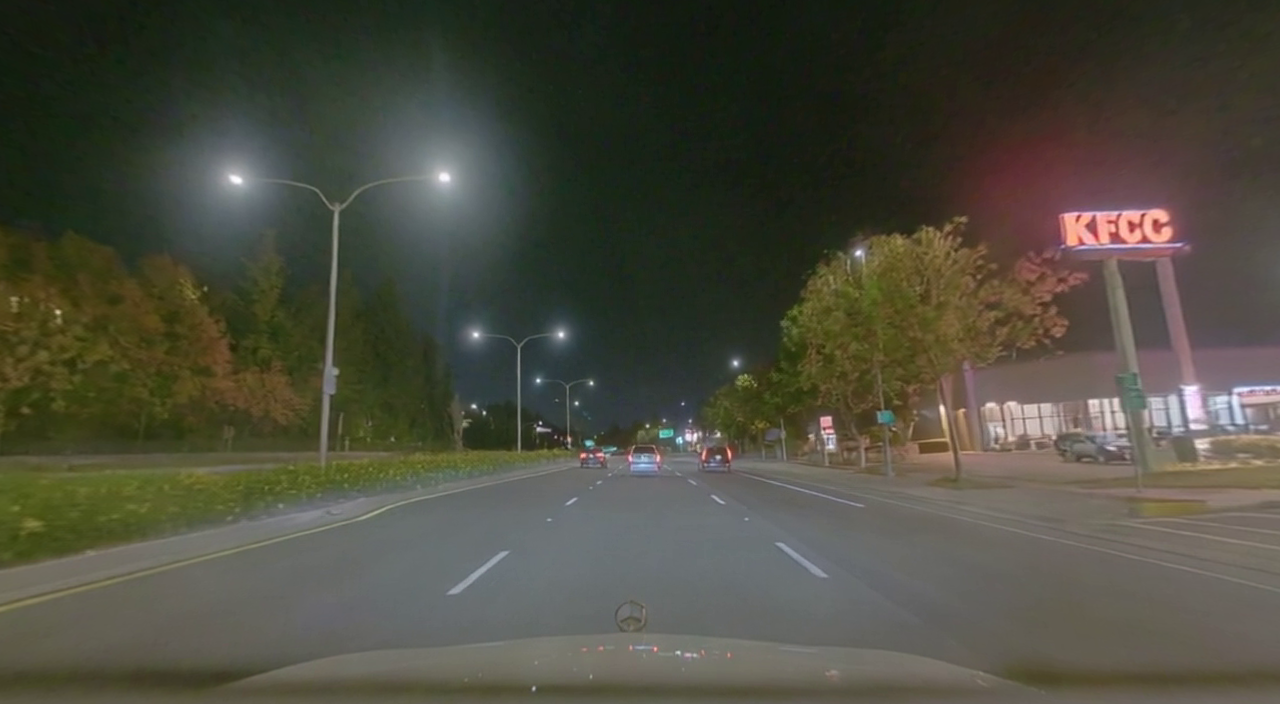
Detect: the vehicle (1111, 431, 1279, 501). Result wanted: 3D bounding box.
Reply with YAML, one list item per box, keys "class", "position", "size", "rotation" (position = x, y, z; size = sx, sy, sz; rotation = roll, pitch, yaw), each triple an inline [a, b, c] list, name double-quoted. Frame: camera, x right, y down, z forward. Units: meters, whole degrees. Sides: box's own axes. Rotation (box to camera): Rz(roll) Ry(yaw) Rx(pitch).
- class: "vehicle"
  position: [14.909, 2.846, 16.215]
  size: [2.099, 1.526, 4.555]
  rotation: [-1, -8, 1]

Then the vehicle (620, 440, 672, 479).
- class: "vehicle"
  position: [0.219, 4.556, 26.967]
  size: [2.059, 1.477, 4.216]
  rotation: [0, -8, 0]

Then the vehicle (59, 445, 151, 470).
- class: "vehicle"
  position: [-36.296, 7.167, 42.835]
  size: [4.357, 1.591, 1.981]
  rotation: [0, -9, -2]

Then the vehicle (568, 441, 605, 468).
- class: "vehicle"
  position: [-3.336, 6.503, 40.218]
  size: [1.995, 1.607, 4.086]
  rotation: [0, -8, 0]

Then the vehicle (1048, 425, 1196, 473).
- class: "vehicle"
  position: [18.403, 3.742, 24.428]
  size: [1.927, 1.674, 4.638]
  rotation: [0, -8, -2]

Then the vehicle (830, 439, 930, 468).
- class: "vehicle"
  position: [12.696, 5.392, 33.633]
  size: [4.622, 1.469, 1.934]
  rotation: [-2, -9, 8]

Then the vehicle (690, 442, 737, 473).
- class: "vehicle"
  position: [3.756, 5.462, 32.935]
  size: [2.012, 1.462, 4.400]
  rotation: [0, -8, 1]
